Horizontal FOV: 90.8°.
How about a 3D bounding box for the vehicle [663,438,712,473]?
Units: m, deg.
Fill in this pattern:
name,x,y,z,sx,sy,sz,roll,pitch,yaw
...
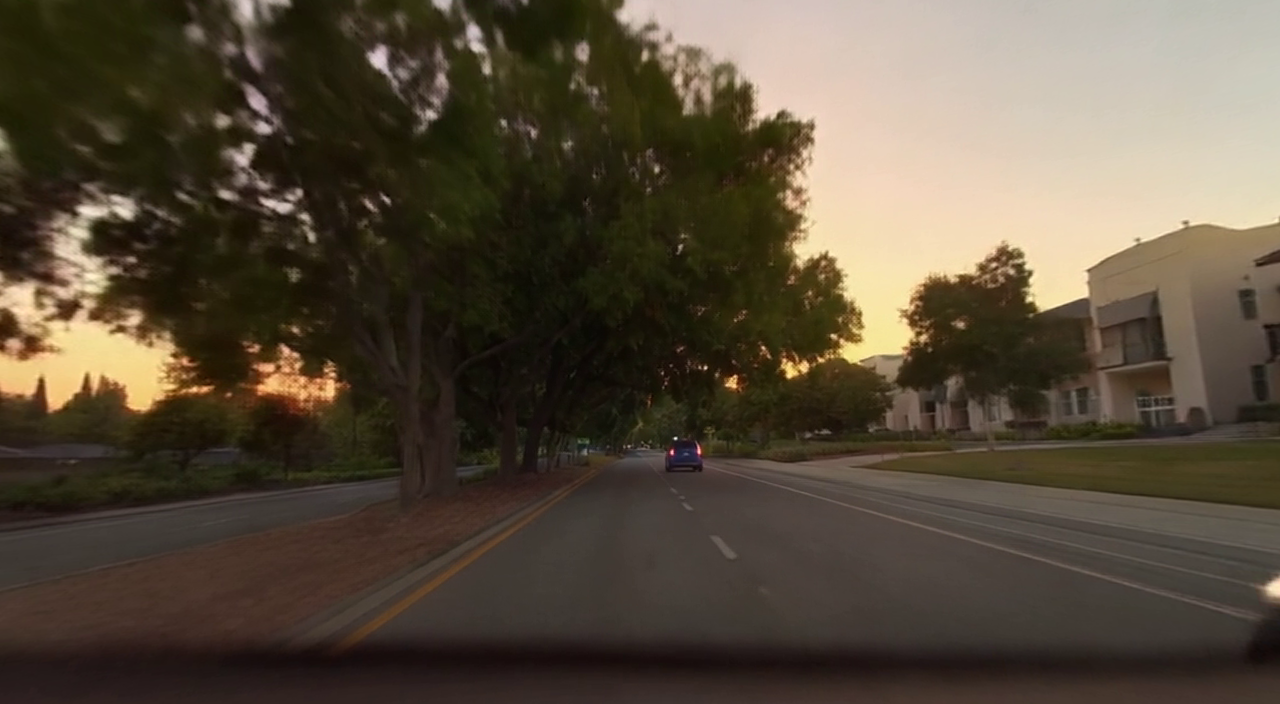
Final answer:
name,x,y,z,sx,sy,sz,roll,pitch,yaw
vehicle,2.422,5.478,33.499,2.164,1.725,4.285,0,-9,-1
